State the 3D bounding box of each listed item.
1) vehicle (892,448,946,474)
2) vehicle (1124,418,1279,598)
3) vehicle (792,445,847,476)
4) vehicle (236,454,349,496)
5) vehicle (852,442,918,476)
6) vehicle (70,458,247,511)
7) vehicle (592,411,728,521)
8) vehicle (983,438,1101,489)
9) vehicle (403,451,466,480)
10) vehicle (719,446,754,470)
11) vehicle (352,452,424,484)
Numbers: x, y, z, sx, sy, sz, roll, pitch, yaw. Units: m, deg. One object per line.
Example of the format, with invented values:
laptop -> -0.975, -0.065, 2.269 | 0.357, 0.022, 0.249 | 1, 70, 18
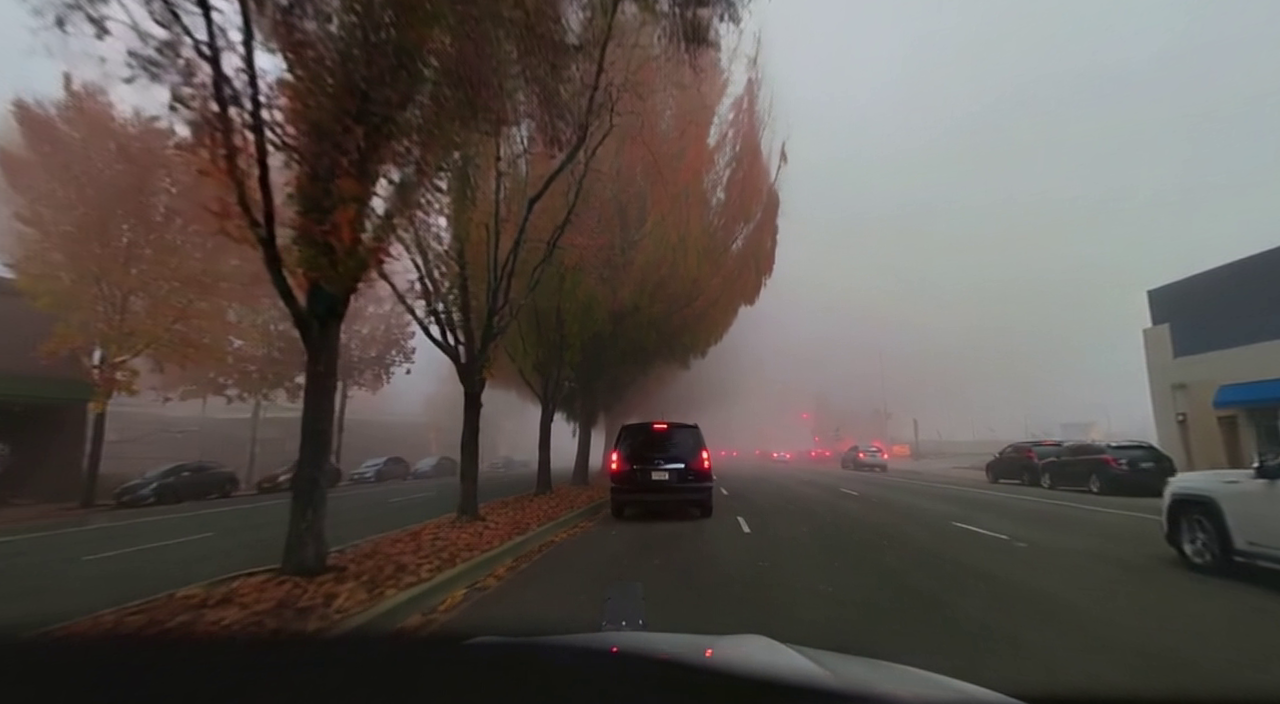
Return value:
vehicle -> 16.982, 6.621, 38.588 | 1.916, 1.452, 3.811 | 0, -9, 6
vehicle -> 6.404, 1.247, 4.776 | 1.928, 1.529, 4.917 | -1, -8, 5
vehicle -> 9.300, 5.637, 33.060 | 1.886, 1.464, 4.290 | -1, -8, 4
vehicle -> -14.034, 4.966, 25.844 | 1.877, 1.445, 4.436 | -1, -8, 4
vehicle -> 13.255, 5.796, 34.441 | 2.040, 1.738, 4.414 | -1, -8, 4
vehicle -> -14.766, 4.054, 19.710 | 1.797, 1.351, 4.300 | -1, -8, 7
vehicle -> 0.576, 2.297, 13.238 | 2.344, 1.863, 4.665 | -1, -8, 6
vehicle -> 15.250, 4.208, 24.265 | 1.938, 1.755, 4.415 | -1, -8, 5
vehicle -> -12.746, 7.026, 39.464 | 1.921, 1.621, 4.930 | -1, -8, 5
vehicle -> 7.042, 7.773, 46.354 | 2.249, 1.621, 3.978 | -1, -8, 5
vehicle -> -13.436, 6.179, 33.888 | 1.947, 1.558, 4.065 | -1, -8, 4
